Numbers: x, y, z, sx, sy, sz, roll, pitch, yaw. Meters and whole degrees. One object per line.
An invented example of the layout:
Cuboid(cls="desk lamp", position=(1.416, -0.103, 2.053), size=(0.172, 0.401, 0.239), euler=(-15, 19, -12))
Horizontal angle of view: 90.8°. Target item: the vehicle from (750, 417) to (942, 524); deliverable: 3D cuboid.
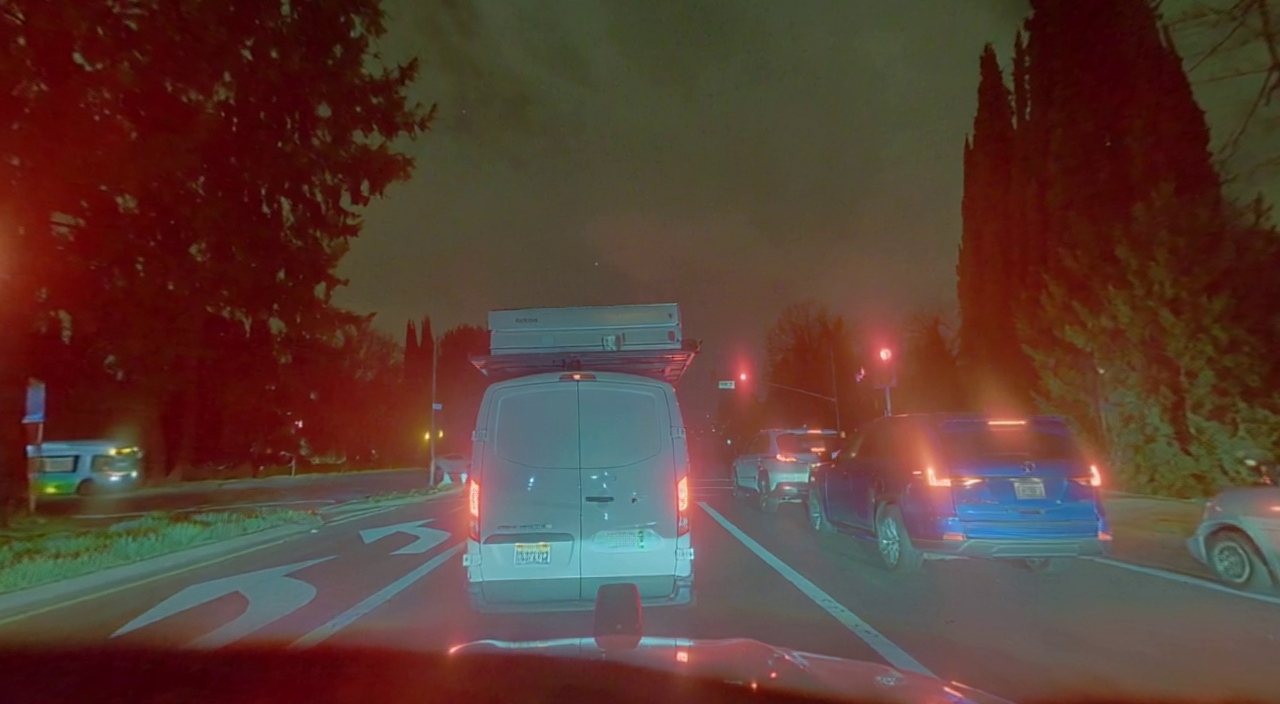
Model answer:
Cuboid(cls="vehicle", position=(3.677, 2.212, 12.266), size=(2.024, 1.692, 4.252), euler=(1, -9, -4))

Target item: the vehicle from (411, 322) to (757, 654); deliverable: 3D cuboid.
Cuboid(cls="vehicle", position=(-0.358, 1.154, 6.194), size=(2.145, 2.089, 4.309), euler=(0, -9, 0))

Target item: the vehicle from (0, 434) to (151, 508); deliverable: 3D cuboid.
Cuboid(cls="vehicle", position=(-29.212, 5.346, 28.161), size=(11.969, 3.012, 2.786), euler=(-1, -8, -4))

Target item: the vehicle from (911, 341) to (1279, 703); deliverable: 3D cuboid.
Cuboid(cls="vehicle", position=(3.451, 0.938, 3.397), size=(1.965, 1.671, 4.146), euler=(0, -9, -3))
